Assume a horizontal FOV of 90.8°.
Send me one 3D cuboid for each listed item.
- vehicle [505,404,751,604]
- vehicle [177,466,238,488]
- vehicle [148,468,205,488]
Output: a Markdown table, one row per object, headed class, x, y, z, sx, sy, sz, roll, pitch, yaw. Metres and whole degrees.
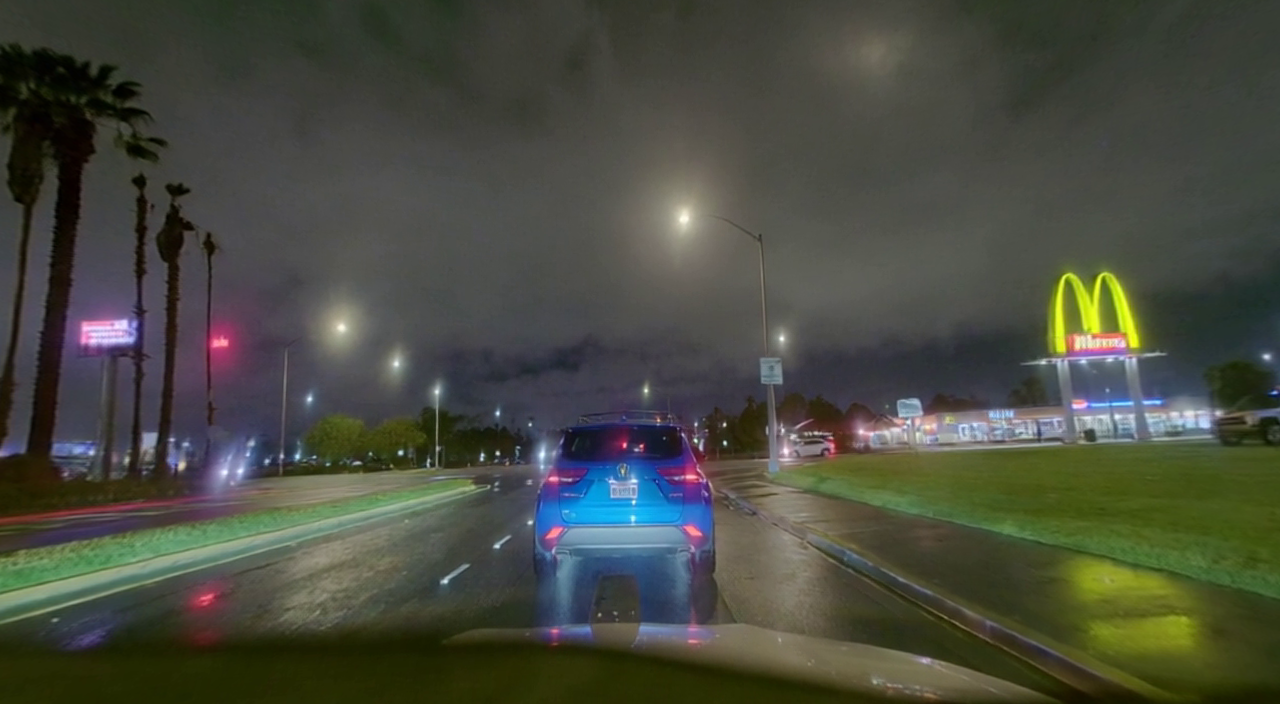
| class | x | y | z | sx | sy | sz | roll | pitch | yaw |
| --- | --- | --- | --- | --- | --- | --- | --- | --- | --- |
| vehicle | -0.144 | 1.622 | 7.565 | 2.137 | 1.728 | 3.926 | 0 | -9 | -1 |
| vehicle | -33.262 | 9.604 | 48.718 | 1.792 | 1.439 | 3.952 | -1 | -9 | 3 |
| vehicle | -35.570 | 9.666 | 48.578 | 1.641 | 1.375 | 3.640 | 0 | -9 | 0 |
